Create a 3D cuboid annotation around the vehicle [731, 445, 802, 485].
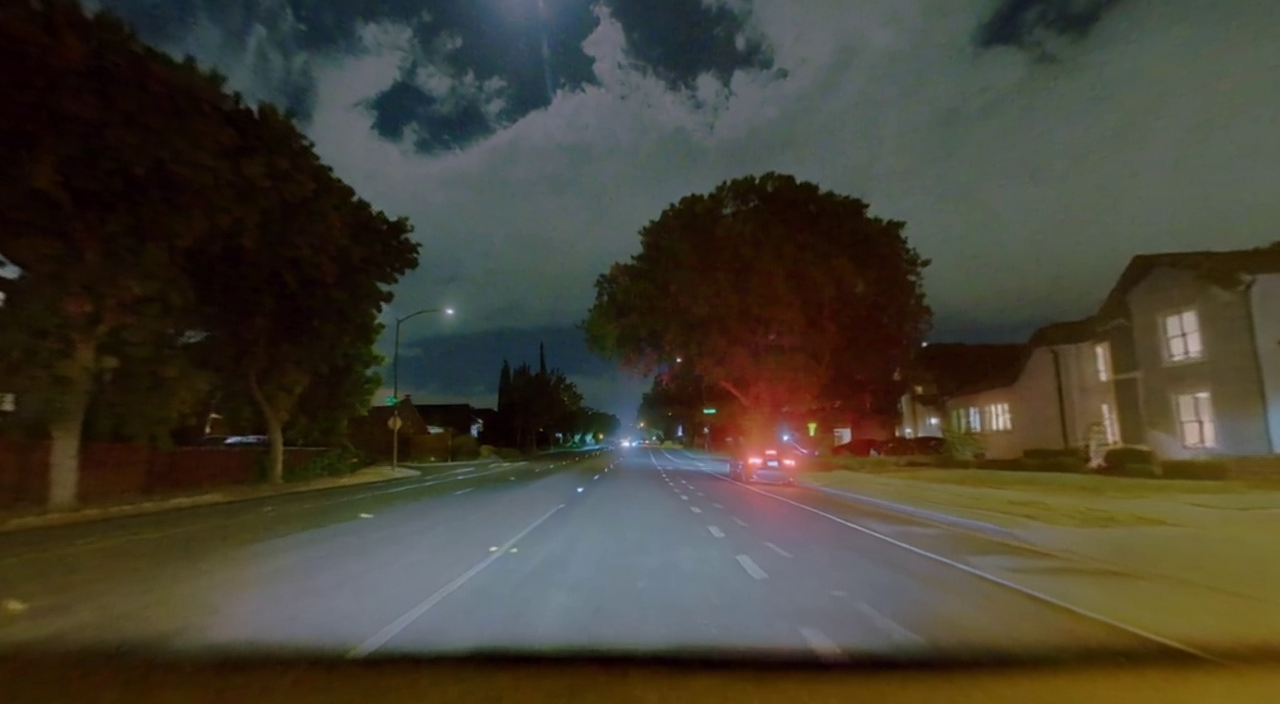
[{"bbox_3d":[5.041,4.575,25.869,1.904,1.475,4.386,0,-8,-1],"label":"vehicle"}]
